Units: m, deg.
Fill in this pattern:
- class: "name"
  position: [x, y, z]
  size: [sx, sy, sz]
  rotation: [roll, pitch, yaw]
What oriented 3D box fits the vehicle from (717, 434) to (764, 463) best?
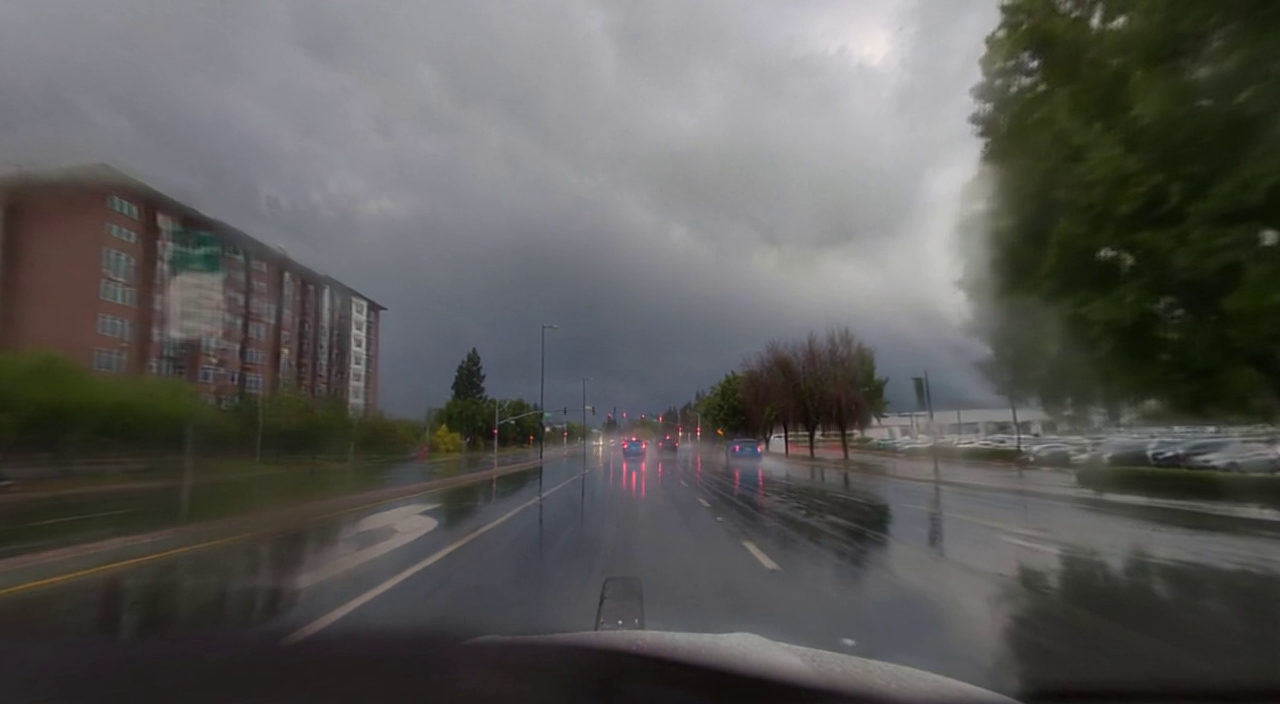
- class: "vehicle"
  position: [6.600, 6.423, 41.778]
  size: [2.136, 1.799, 4.796]
  rotation: [1, -9, -2]
